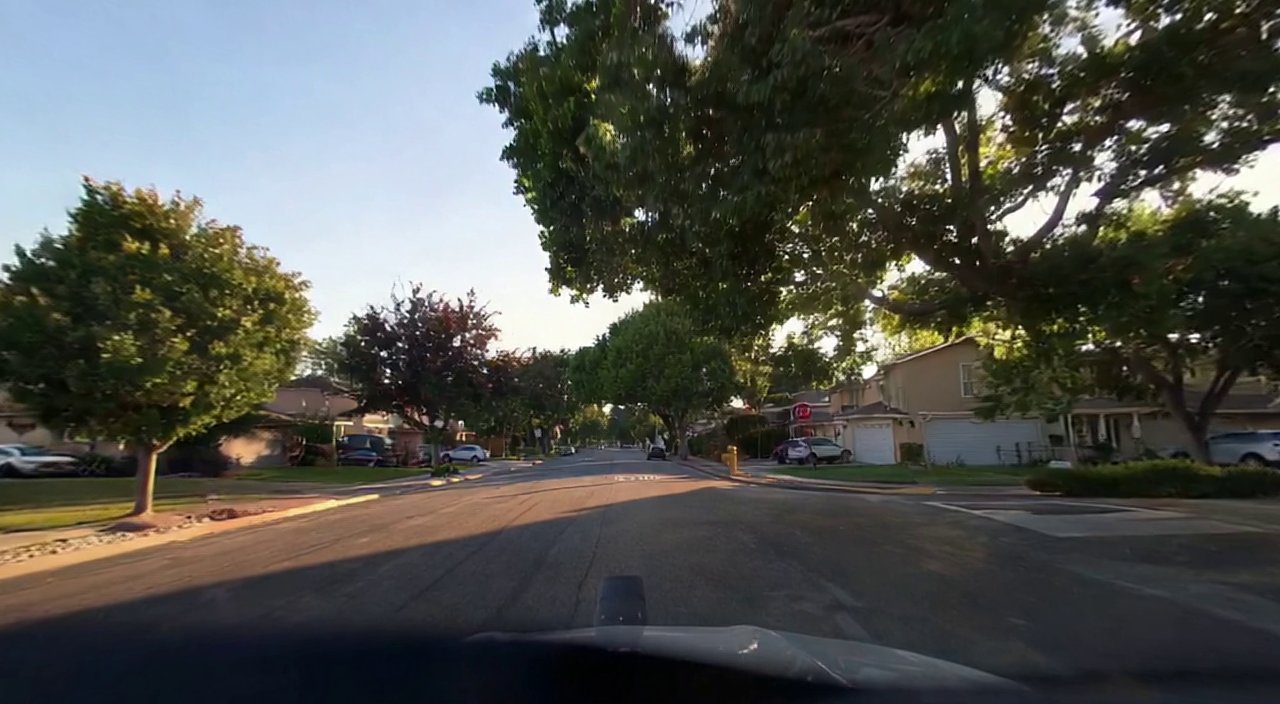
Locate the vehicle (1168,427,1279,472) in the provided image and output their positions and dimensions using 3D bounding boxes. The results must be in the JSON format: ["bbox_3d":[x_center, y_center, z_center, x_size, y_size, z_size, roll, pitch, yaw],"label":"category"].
[{"bbox_3d":[23.512,3.789,24.655,1.836,1.588,4.419,0,-9,-2],"label":"vehicle"}]

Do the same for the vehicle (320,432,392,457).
[{"bbox_3d":[-19.424,6.352,43.413,4.093,1.661,1.765,0,-9,-6],"label":"vehicle"}]
